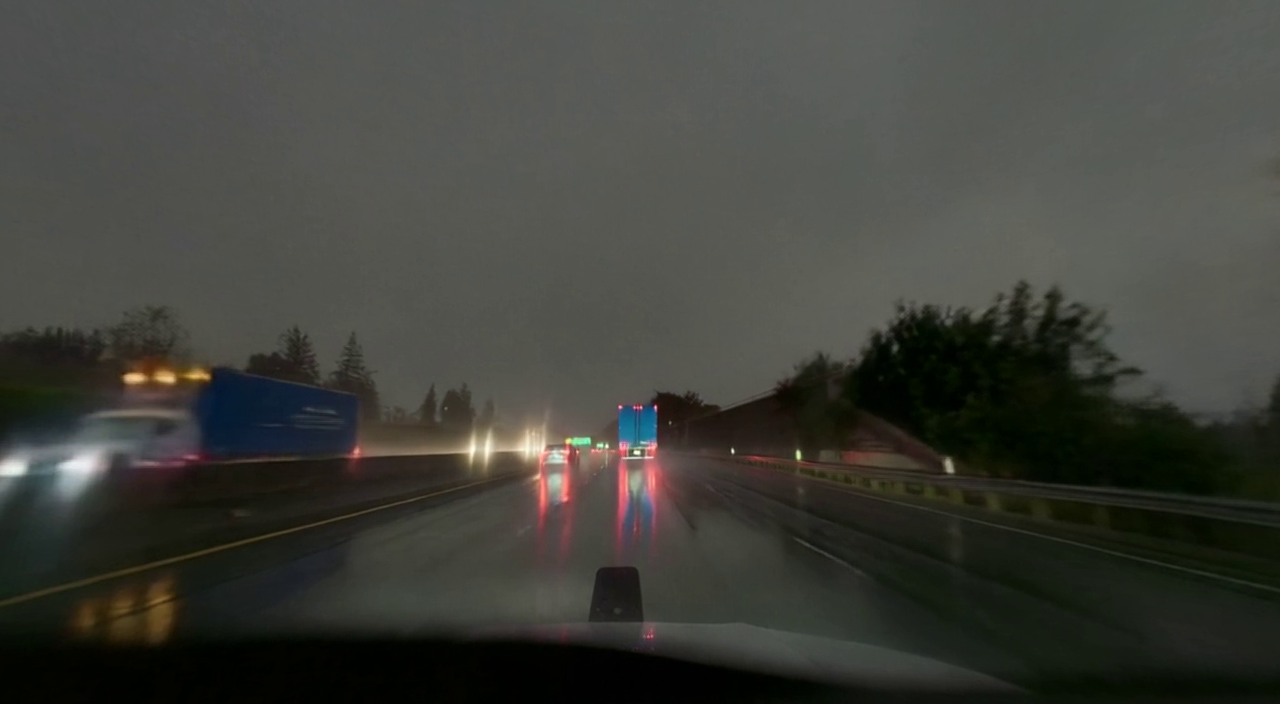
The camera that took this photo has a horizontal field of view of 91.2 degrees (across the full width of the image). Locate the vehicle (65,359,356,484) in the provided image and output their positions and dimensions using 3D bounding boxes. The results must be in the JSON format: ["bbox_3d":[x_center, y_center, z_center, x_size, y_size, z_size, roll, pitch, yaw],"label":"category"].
[{"bbox_3d":[-17.269,3.342,27.625,3.275,4.097,13.776,0,-9,-1],"label":"vehicle"}]

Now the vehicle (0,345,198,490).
[{"bbox_3d":[-17.143,2.155,20.067,3.116,4.225,3.440,0,-9,-1],"label":"vehicle"}]

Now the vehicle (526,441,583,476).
[{"bbox_3d":[-3.939,5.023,29.687,2.057,1.519,4.372,0,-9,0],"label":"vehicle"}]
